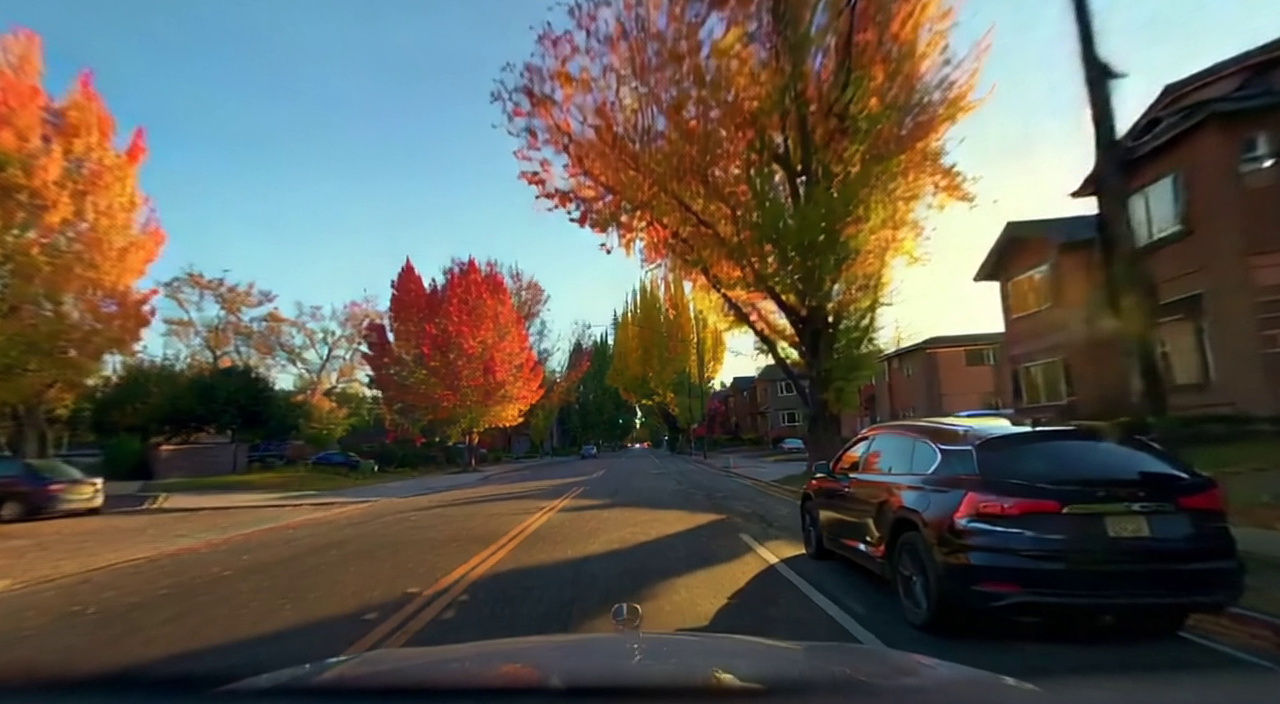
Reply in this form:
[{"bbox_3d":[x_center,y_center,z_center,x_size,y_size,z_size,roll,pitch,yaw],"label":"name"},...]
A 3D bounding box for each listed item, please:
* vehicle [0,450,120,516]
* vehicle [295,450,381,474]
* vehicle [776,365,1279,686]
[{"bbox_3d":[-15.849,3.260,15.968,1.881,1.490,4.430,0,-8,-5],"label":"vehicle"},{"bbox_3d":[-19.616,7.145,41.212,4.610,1.463,1.841,0,-9,-7],"label":"vehicle"},{"bbox_3d":[3.026,1.327,6.077,2.224,1.791,4.834,0,-8,-1],"label":"vehicle"}]
